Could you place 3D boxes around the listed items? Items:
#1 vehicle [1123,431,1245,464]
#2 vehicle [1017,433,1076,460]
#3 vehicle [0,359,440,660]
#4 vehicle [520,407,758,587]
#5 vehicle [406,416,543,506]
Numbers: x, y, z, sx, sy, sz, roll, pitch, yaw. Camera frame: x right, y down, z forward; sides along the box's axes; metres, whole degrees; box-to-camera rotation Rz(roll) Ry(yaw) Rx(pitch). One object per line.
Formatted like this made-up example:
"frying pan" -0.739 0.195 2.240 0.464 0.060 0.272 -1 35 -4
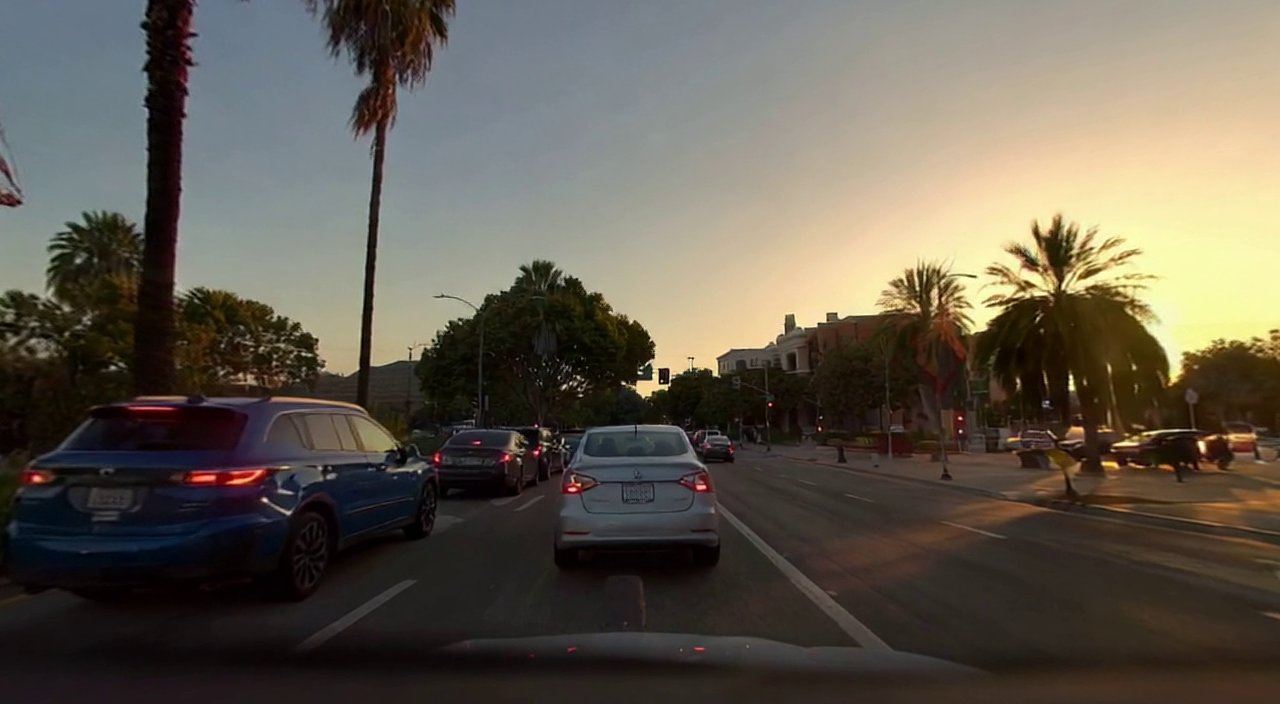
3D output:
"vehicle" 25.448 4.479 29.596 3.914 1.427 1.779 -2 -8 5
"vehicle" 26.157 6.108 40.713 1.882 1.672 3.957 -2 -9 13
"vehicle" -3.534 1.232 5.928 1.914 1.741 4.398 0 -8 -1
"vehicle" -0.048 1.608 7.821 2.114 1.585 4.285 0 -8 -1
"vehicle" -3.452 2.363 14.000 1.840 1.684 4.041 0 -8 1
